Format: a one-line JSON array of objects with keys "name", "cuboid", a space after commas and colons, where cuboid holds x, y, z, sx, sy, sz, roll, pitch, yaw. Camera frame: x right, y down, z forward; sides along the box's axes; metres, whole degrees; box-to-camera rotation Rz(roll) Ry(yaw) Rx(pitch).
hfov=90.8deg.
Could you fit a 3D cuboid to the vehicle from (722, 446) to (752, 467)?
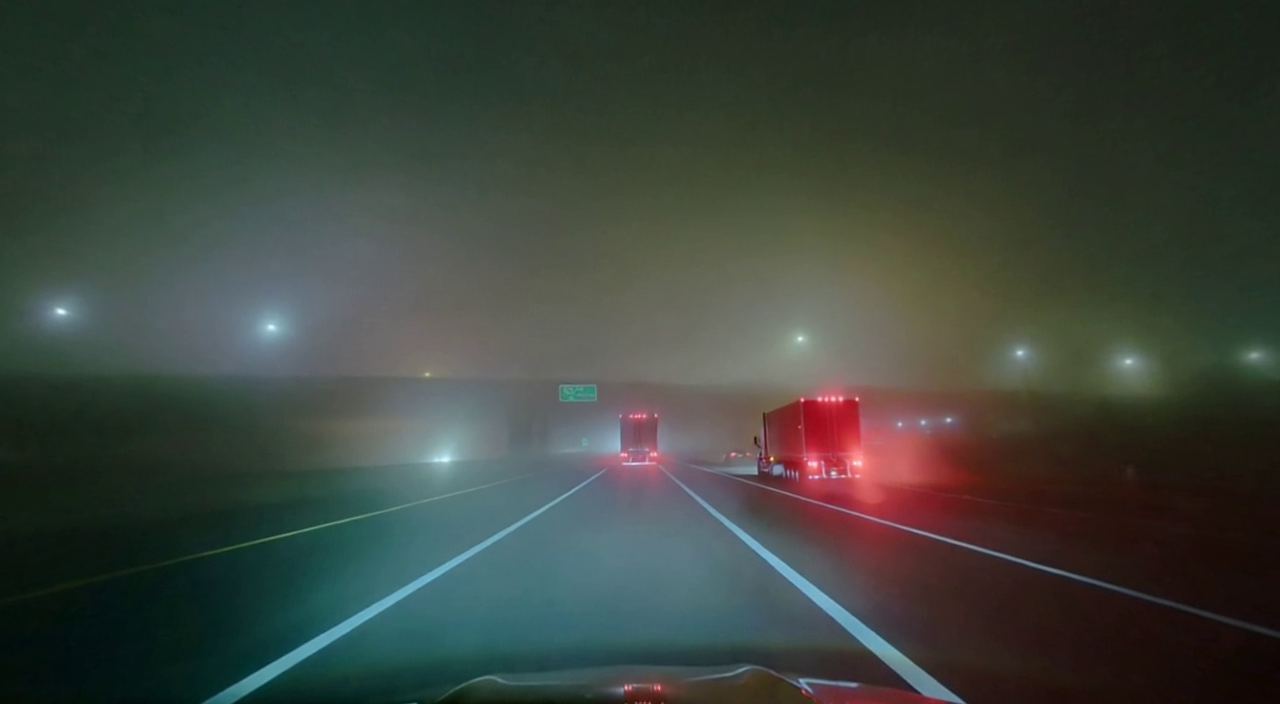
[{"name": "vehicle", "cuboid": [7.311, 7.947, 47.865, 1.687, 1.503, 3.688, 0, -9, 0]}]
